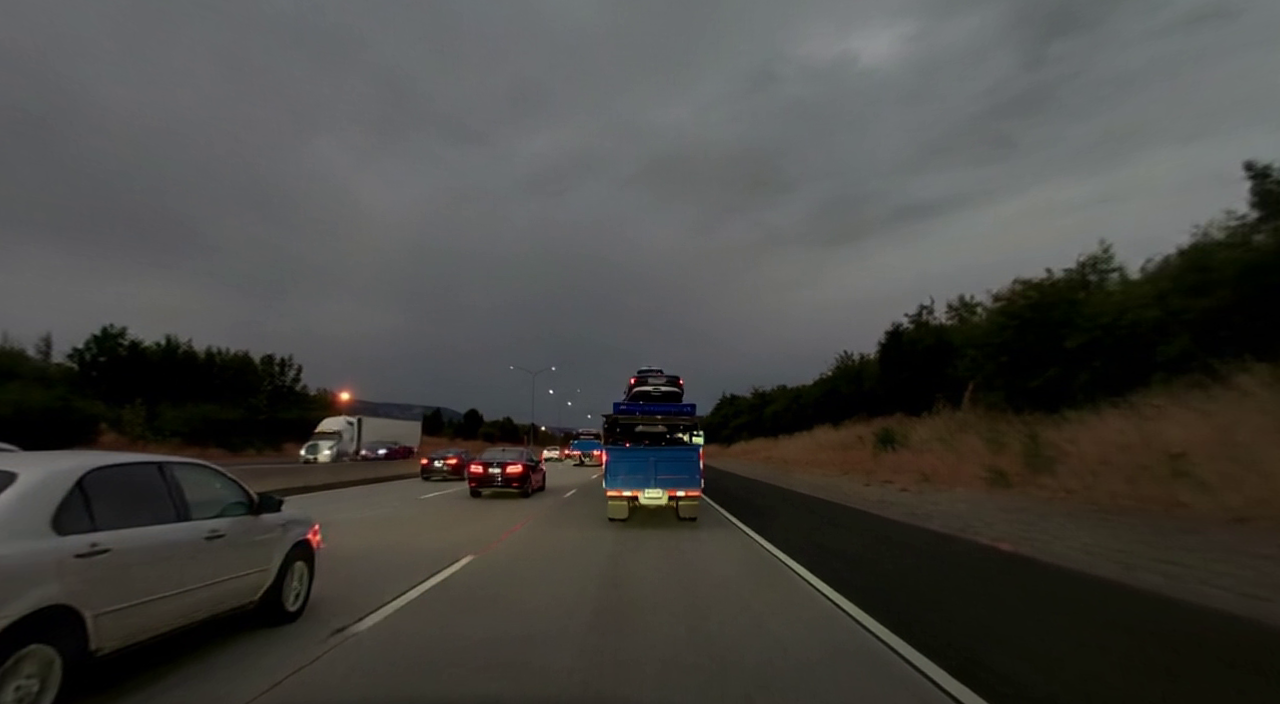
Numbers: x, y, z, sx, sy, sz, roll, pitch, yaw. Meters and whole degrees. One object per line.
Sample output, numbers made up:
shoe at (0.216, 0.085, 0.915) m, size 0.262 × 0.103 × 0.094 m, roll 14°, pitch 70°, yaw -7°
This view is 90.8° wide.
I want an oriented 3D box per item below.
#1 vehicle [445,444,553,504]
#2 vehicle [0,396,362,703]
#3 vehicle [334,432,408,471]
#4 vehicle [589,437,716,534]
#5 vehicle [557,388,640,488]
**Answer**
vehicle at (-3.788, 3.365, 17.867) m, size 1.947 × 1.470 × 4.526 m, roll 0°, pitch -9°, yaw 1°
vehicle at (-3.354, 1.069, 3.227) m, size 2.149 × 1.497 × 3.753 m, roll 0°, pitch -9°, yaw 0°
vehicle at (-18.950, 7.072, 44.926) m, size 2.360 × 2.581 × 6.256 m, roll 0°, pitch -9°, yaw 1°
vehicle at (0.172, 2.370, 11.685) m, size 1.991 × 1.507 × 3.391 m, roll 0°, pitch -9°, yaw -1°
vehicle at (-2.623, 4.507, 32.257) m, size 3.019 × 3.757 × 16.692 m, roll 1°, pitch -9°, yaw -8°
